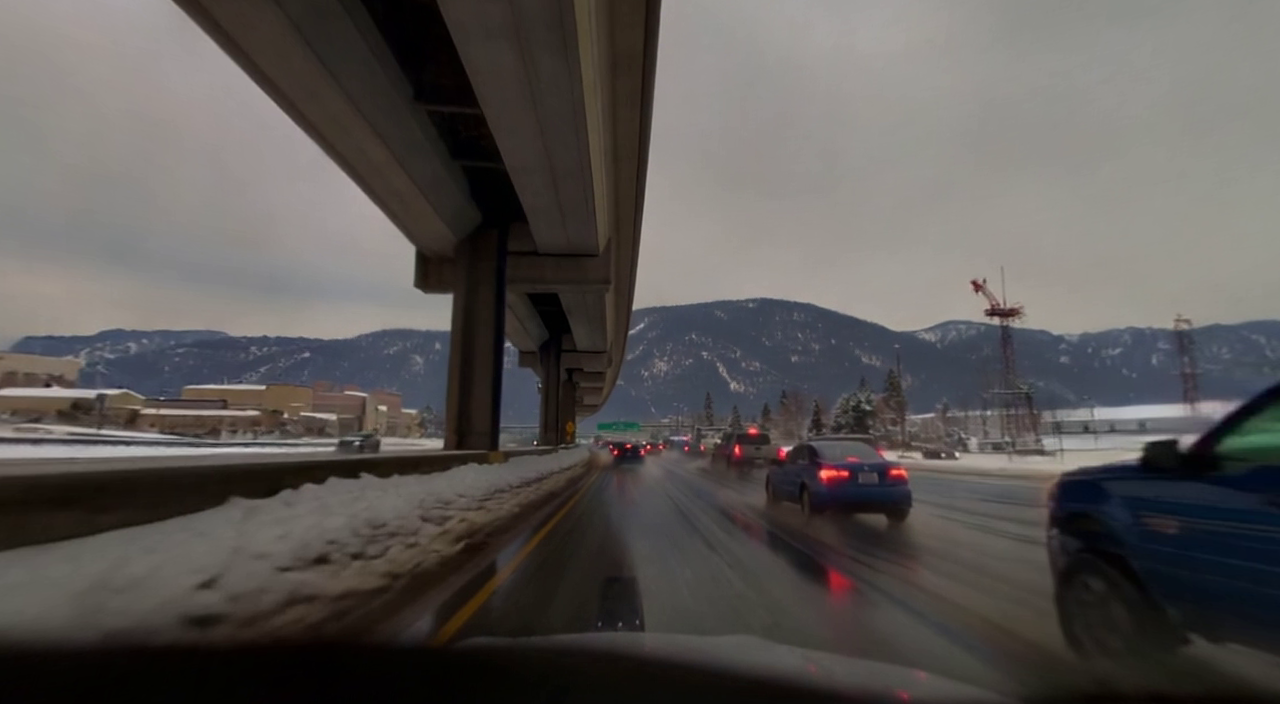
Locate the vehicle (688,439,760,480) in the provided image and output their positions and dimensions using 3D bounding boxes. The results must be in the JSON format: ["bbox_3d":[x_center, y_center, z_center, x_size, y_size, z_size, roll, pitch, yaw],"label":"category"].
[{"bbox_3d":[3.292,4.321,25.649,2.057,1.517,4.538,0,-9,-3],"label":"vehicle"}]

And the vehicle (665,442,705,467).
[{"bbox_3d":[2.802,6.495,40.309,1.905,1.491,4.468,0,-9,-4],"label":"vehicle"}]

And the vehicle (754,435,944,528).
[{"bbox_3d":[3.804,2.441,12.604,1.923,1.462,4.895,0,-9,-3],"label":"vehicle"}]

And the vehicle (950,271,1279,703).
[{"bbox_3d":[4.061,0.571,1.748,2.747,2.061,7.011,0,-9,-1],"label":"vehicle"}]

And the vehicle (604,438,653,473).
[{"bbox_3d":[-0.644,5.060,31.068,2.266,1.549,3.978,0,-9,-3],"label":"vehicle"}]

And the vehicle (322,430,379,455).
[{"bbox_3d":[-20.016,6.325,43.891,1.965,1.627,4.533,0,-9,-2],"label":"vehicle"}]
